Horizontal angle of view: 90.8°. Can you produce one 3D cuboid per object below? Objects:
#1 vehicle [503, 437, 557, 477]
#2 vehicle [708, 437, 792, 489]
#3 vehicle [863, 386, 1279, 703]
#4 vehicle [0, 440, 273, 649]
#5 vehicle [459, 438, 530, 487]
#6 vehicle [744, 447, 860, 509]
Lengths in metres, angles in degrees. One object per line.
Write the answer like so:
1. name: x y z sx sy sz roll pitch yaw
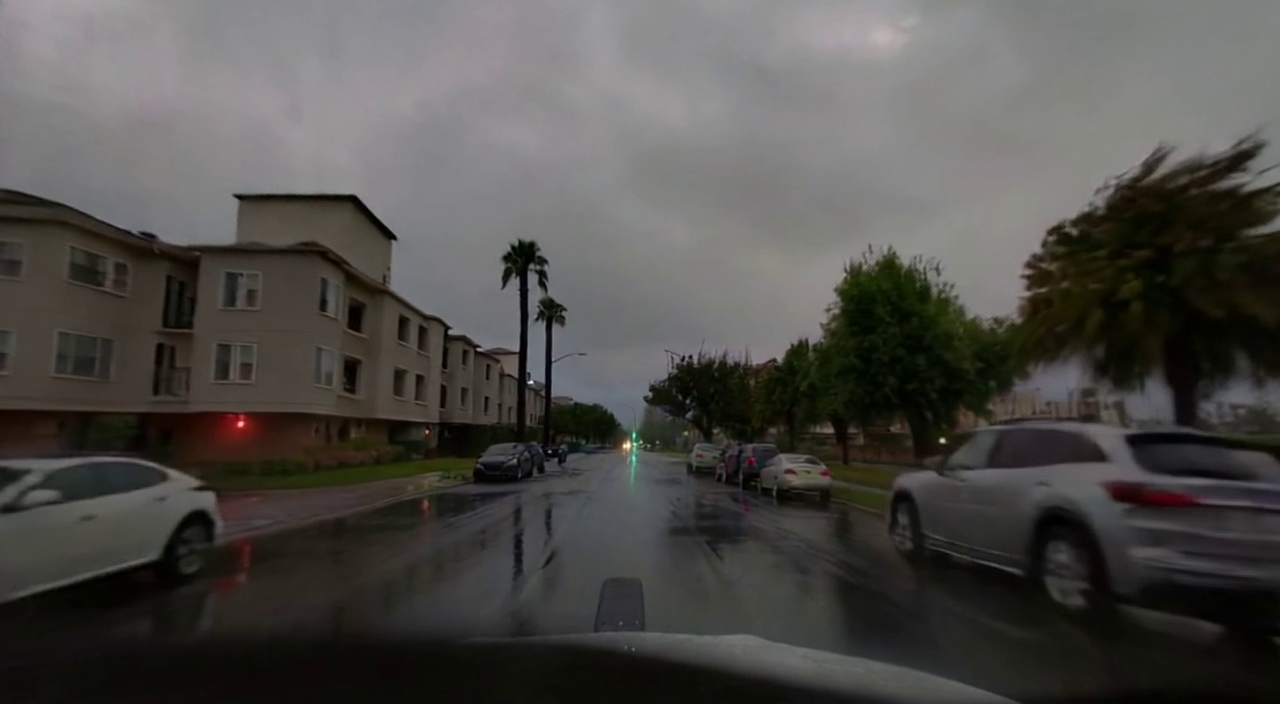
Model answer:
1. vehicle: -5.630 5.407 32.871 2.087 1.896 4.554 0 -8 -2
2. vehicle: 4.071 4.190 24.278 2.201 1.787 5.007 0 -8 -1
3. vehicle: 4.167 1.452 5.981 2.089 1.783 5.138 0 -8 -2
4. vehicle: -5.717 1.593 5.845 1.949 1.512 4.783 0 -9 -3
5. vehicle: -5.874 4.482 26.078 1.947 1.806 4.413 1 -8 -1
6. vehicle: 4.283 3.373 17.527 1.909 1.449 4.513 0 -8 -2
